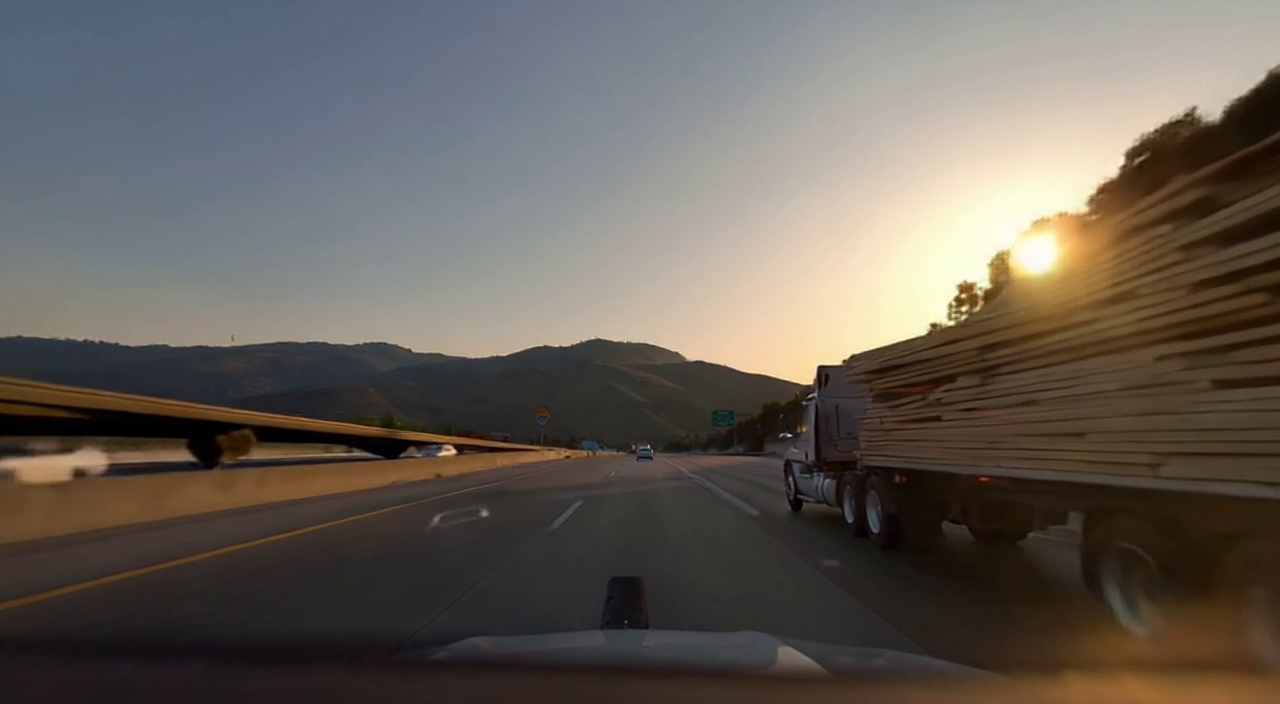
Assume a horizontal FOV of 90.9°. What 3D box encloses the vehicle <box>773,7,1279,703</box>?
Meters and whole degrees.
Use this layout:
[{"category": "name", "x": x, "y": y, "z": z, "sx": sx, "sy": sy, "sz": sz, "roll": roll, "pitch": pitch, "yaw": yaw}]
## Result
[{"category": "vehicle", "x": 4.074, "y": 0.828, "z": 6.012, "sx": 3.326, "sy": 3.089, "sz": 10.642, "roll": -1, "pitch": -9, "yaw": 0}]
